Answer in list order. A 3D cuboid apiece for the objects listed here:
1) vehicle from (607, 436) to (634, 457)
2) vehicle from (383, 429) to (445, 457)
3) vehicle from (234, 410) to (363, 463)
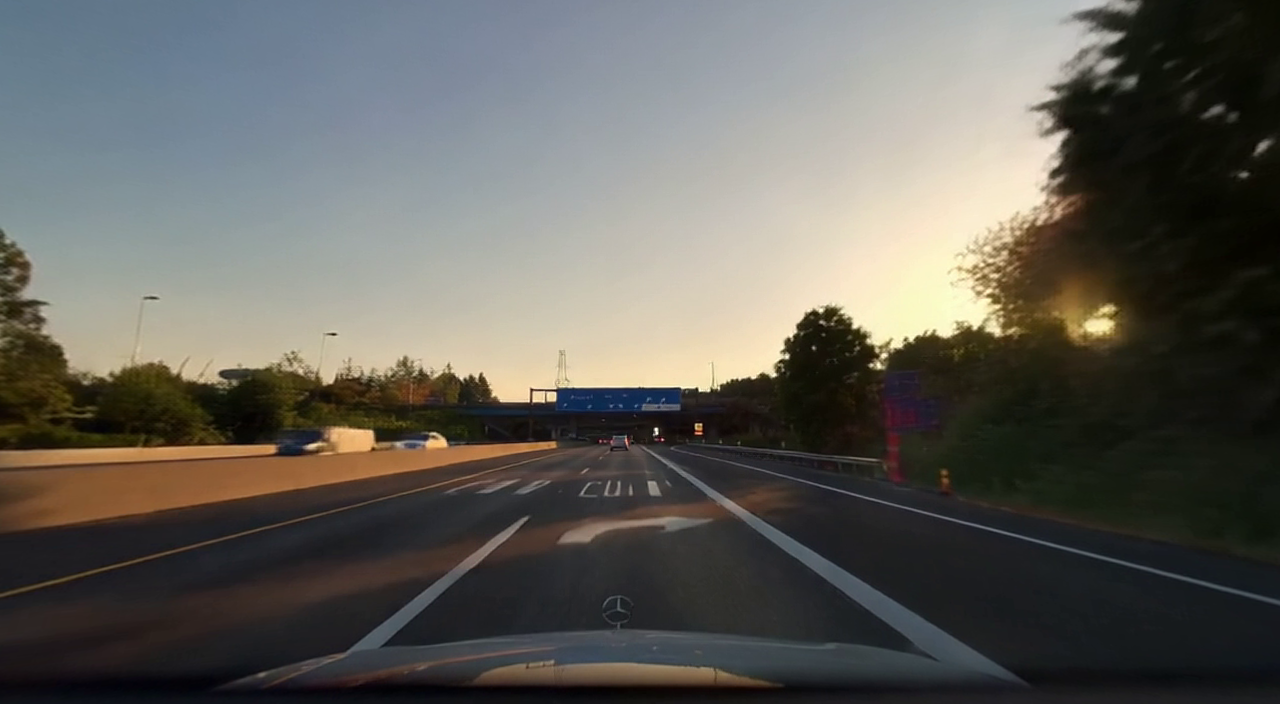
[{"bbox_3d":[-1.487,7.132,47.710,2.025,1.519,3.924,0,-8,-2],"label":"vehicle"},{"bbox_3d":[-13.261,5.375,37.196,1.932,1.559,4.753,0,-8,-1],"label":"vehicle"},{"bbox_3d":[-16.616,4.229,31.260,2.640,2.346,6.904,0,-8,-1],"label":"vehicle"}]
